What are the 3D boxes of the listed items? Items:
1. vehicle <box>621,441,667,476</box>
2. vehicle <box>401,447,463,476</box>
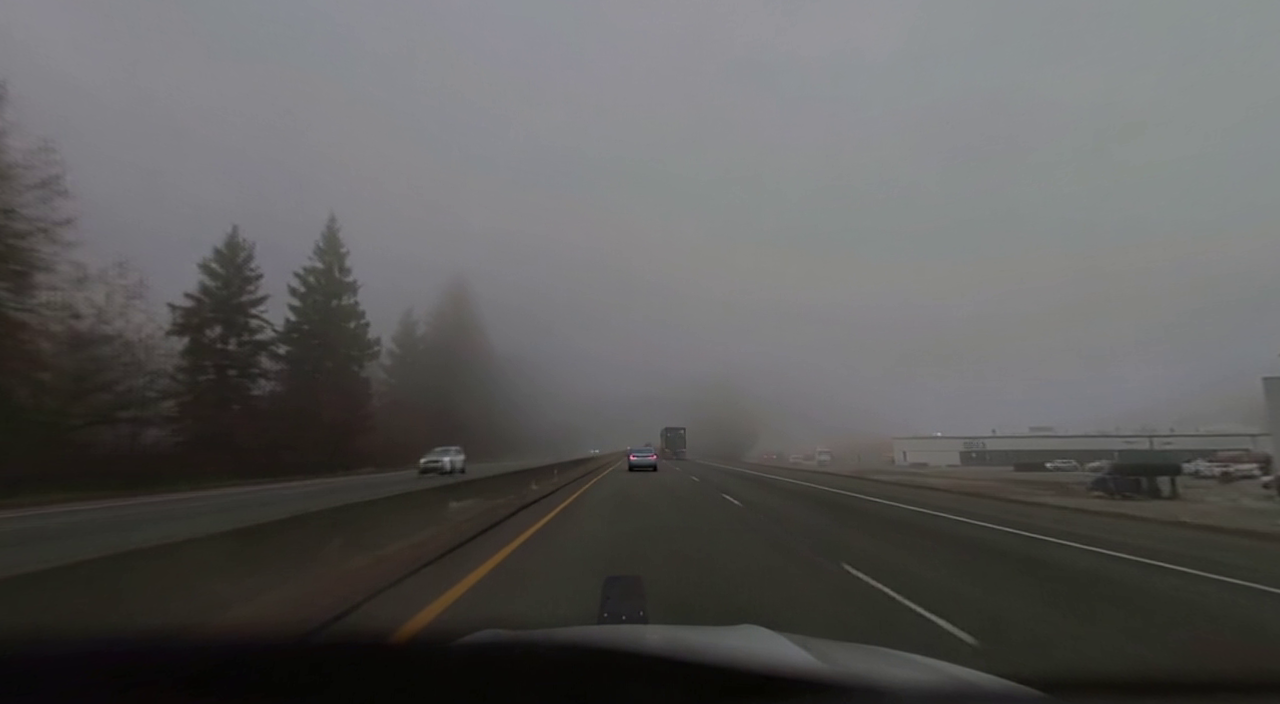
[{"bbox_3d":[0.185,5.069,30.218,2.045,1.527,4.023,0,-9,0],"label":"vehicle"},{"bbox_3d":[-12.164,6.427,37.192,2.025,1.546,4.765,0,-9,0],"label":"vehicle"}]
